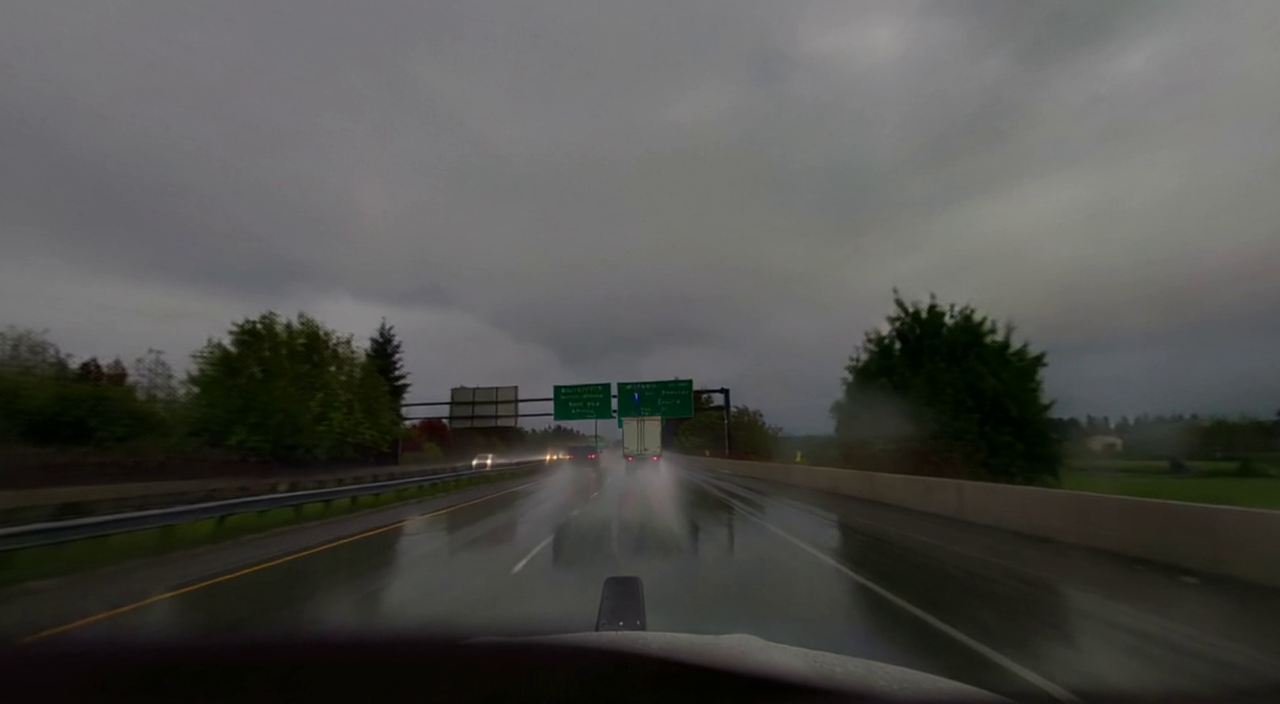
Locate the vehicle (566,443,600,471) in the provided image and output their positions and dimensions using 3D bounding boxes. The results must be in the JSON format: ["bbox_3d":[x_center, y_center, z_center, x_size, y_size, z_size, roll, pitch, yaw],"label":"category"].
[{"bbox_3d":[-4.298,8.051,48.412,2.168,1.980,4.622,0,-9,0],"label":"vehicle"}]
